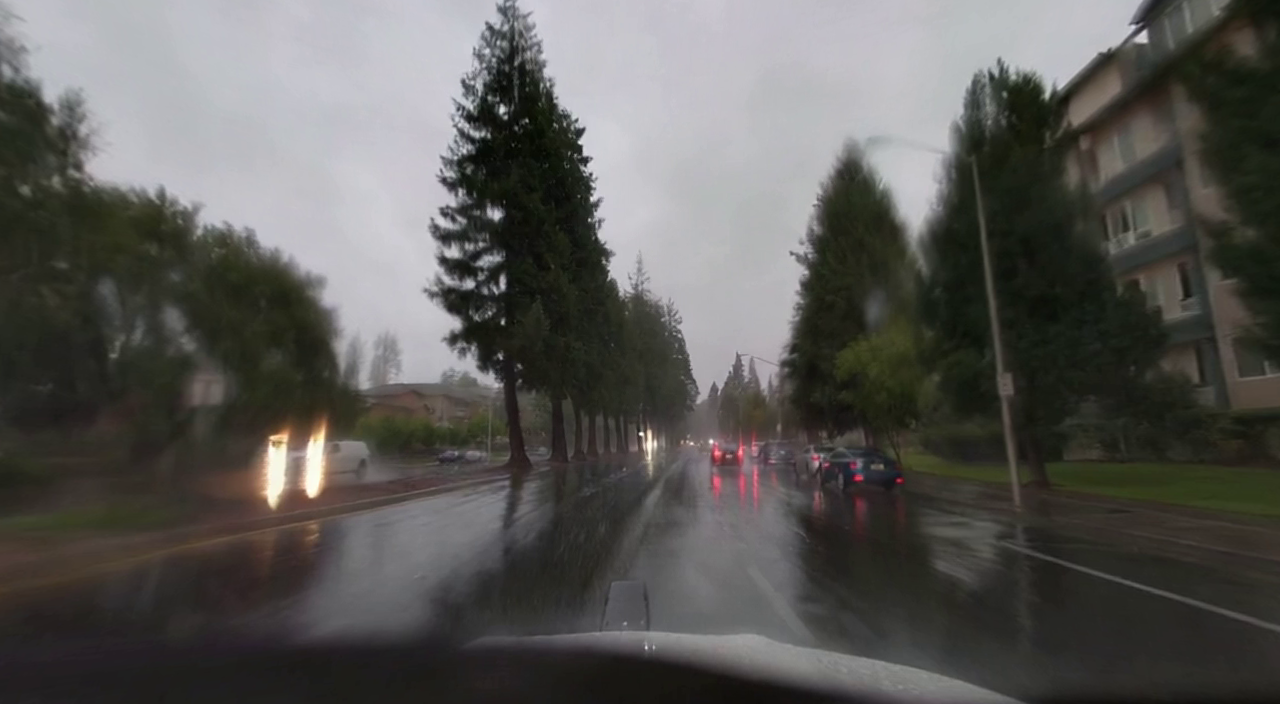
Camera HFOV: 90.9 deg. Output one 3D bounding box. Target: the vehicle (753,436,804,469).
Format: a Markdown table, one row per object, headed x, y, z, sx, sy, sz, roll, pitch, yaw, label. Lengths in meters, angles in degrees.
| x | y | z | sx | sy | sz | roll | pitch | yaw | label |
| --- | --- | --- | --- | --- | --- | --- | --- | --- | --- |
| 8.727 | 6.371 | 40.190 | 2.213 | 1.949 | 5.907 | 0 | -8 | 3 | vehicle |

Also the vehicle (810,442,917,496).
| x | y | z | sx | sy | sz | roll | pitch | yaw | label |
| --- | --- | --- | --- | --- | --- | --- | --- | --- | --- |
| 7.147 | 3.753 | 20.783 | 1.959 | 1.538 | 4.953 | 0 | -8 | 3 | vehicle |

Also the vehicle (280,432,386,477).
| x | y | z | sx | sy | sz | roll | pitch | yaw | label |
| --- | --- | --- | --- | --- | --- | --- | --- | --- | --- |
| -14.486 | 4.872 | 30.190 | 2.049 | 1.933 | 5.586 | 0 | -8 | 2 | vehicle |

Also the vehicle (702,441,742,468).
| x | y | z | sx | sy | sz | roll | pitch | yaw | label |
| --- | --- | --- | --- | --- | --- | --- | --- | --- | --- |
| 4.960 | 6.274 | 38.803 | 2.128 | 1.502 | 4.572 | 0 | -8 | 4 | vehicle |
